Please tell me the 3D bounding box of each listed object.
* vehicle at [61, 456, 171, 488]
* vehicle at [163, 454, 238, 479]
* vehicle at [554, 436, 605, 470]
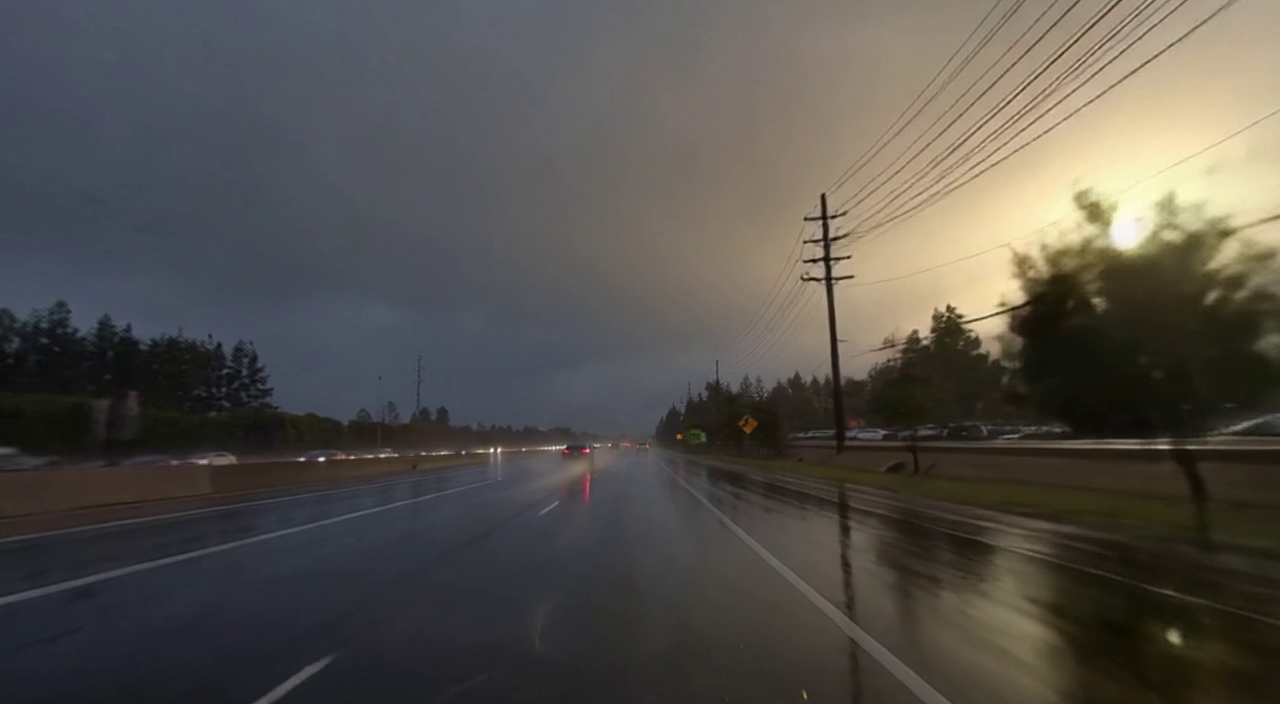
[{"bbox_3d":[-28.501,6.514,34.494,1.888,1.503,4.752,0,-9,1],"label":"vehicle"},{"bbox_3d":[-32.428,8.438,46.652,1.922,1.654,4.885,0,-9,1],"label":"vehicle"},{"bbox_3d":[-3.647,6.237,39.166,2.577,1.939,5.408,0,-9,1],"label":"vehicle"}]
